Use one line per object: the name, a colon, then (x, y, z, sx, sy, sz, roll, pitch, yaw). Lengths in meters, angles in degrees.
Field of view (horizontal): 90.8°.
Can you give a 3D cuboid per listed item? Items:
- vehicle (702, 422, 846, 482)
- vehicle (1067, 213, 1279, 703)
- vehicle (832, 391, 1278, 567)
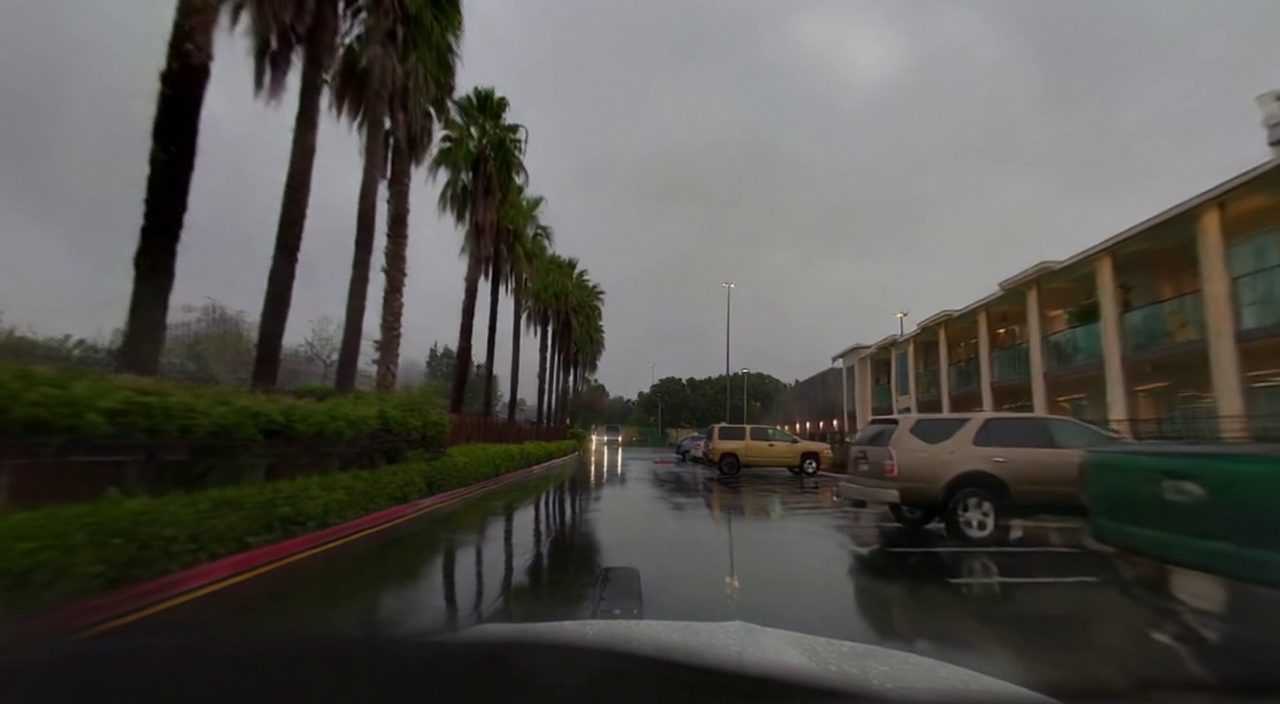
vehicle: (4.611, 3.508, 22.198, 4.609, 1.734, 1.909, 3, -8, 0)
vehicle: (5.134, 0.636, 2.235, 5.639, 2.033, 2.172, 2, -7, 3)
vehicle: (5.258, 1.649, 8.668, 4.691, 1.877, 1.959, 2, -8, 4)
